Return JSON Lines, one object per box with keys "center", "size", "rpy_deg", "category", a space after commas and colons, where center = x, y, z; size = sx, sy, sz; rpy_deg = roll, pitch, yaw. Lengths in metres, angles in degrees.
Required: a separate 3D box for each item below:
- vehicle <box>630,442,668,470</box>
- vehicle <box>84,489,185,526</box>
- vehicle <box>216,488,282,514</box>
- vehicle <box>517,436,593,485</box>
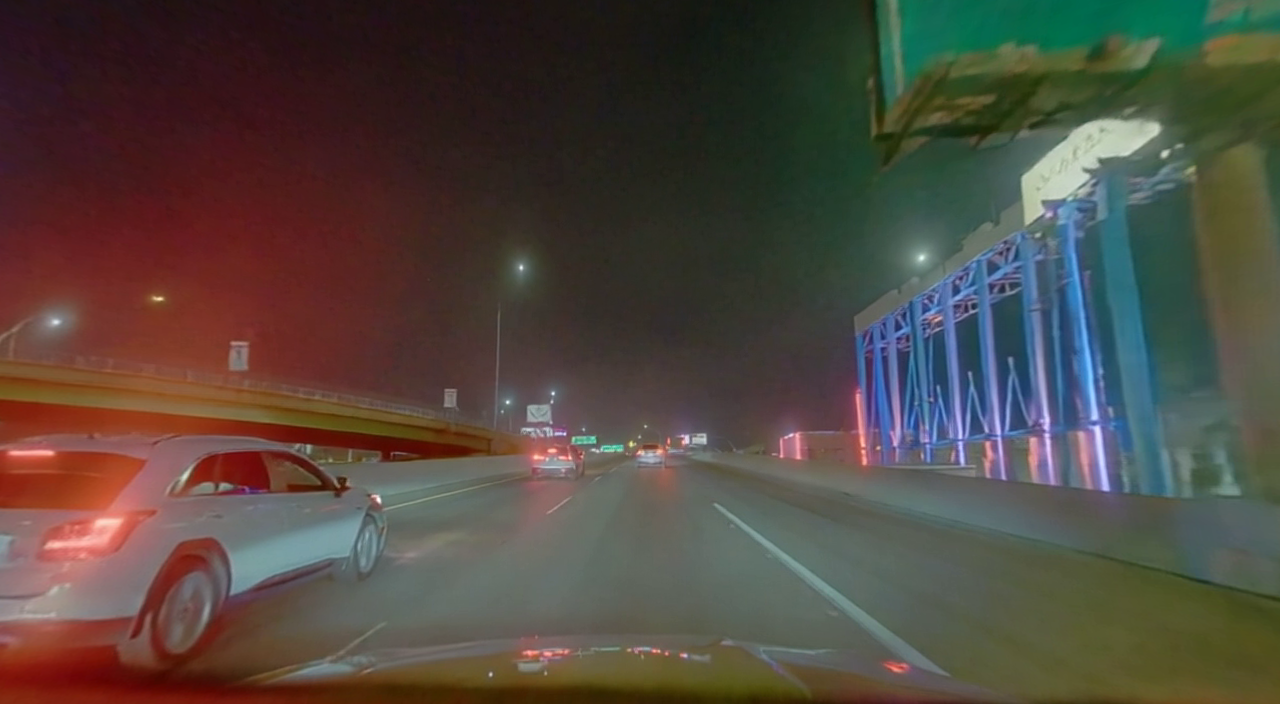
{"center": [0.428, 5.474, 33.375], "size": [1.877, 1.386, 3.872], "rpy_deg": [0, -8, 0], "category": "vehicle"}
{"center": [-31.763, 9.769, 39.877], "size": [2.418, 1.805, 4.794], "rpy_deg": [0, -8, 0], "category": "vehicle"}
{"center": [-27.670, 10.550, 44.753], "size": [2.065, 1.542, 3.937], "rpy_deg": [-1, -9, 2], "category": "vehicle"}
{"center": [-2.976, 3.905, 22.986], "size": [2.064, 1.589, 4.213], "rpy_deg": [0, -8, 1], "category": "vehicle"}
